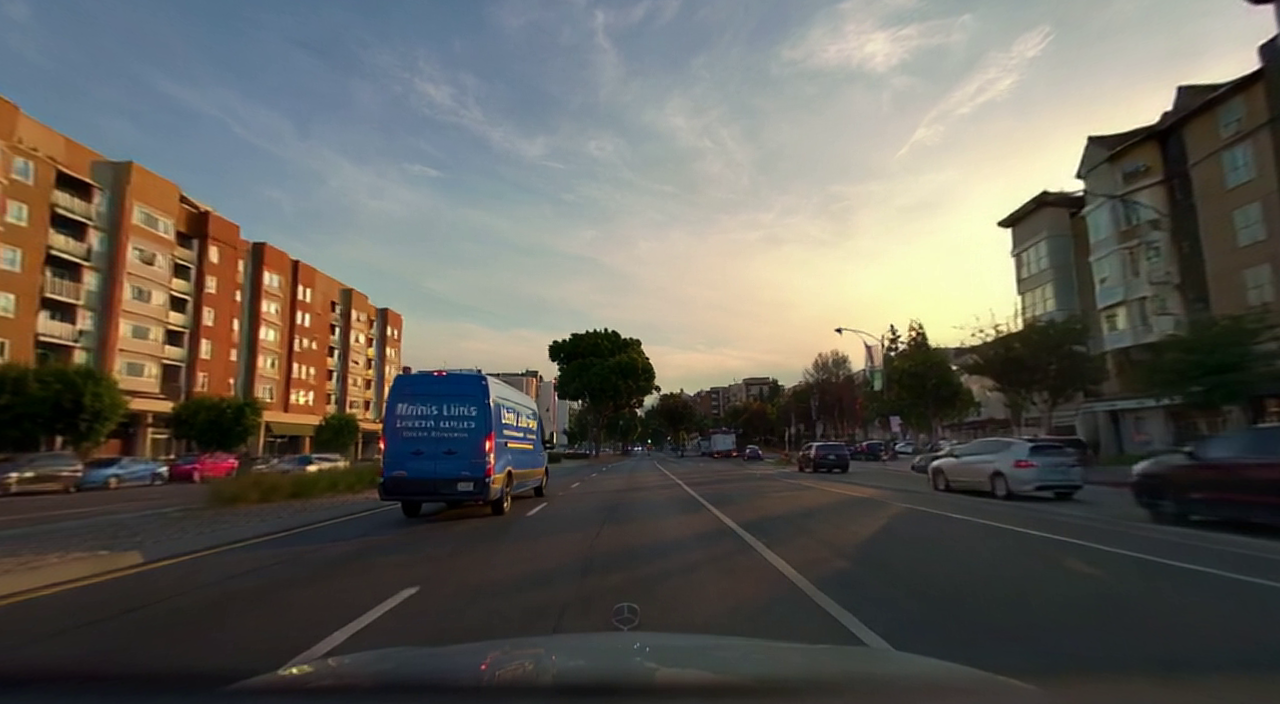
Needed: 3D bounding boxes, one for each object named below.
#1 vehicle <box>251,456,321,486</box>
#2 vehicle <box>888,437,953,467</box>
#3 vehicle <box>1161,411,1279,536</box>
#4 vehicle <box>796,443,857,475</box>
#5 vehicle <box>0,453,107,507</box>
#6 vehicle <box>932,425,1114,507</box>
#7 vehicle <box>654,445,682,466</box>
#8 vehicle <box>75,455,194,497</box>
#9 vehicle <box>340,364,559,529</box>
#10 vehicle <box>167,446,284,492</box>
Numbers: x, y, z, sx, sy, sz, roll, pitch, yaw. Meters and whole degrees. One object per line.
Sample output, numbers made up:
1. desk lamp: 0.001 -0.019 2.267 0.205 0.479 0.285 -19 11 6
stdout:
1. vehicle: -23.017 7.695 41.240 1.869 1.724 4.505 -1 -8 1
2. vehicle: 16.406 5.839 36.821 4.218 1.622 1.930 9 -12 -43
3. vehicle: 9.728 1.582 8.185 2.044 1.673 4.398 0 -9 -3
4. vehicle: 9.196 5.268 31.391 1.850 1.477 3.520 0 -9 -2
5. vehicle: -22.856 4.691 23.510 1.916 1.782 4.572 0 -8 1
6. vehicle: 9.159 2.735 15.619 1.766 1.725 4.221 0 -8 -1
7. vehicle: 2.114 7.875 48.321 1.878 1.534 4.120 0 -8 -1
8. vehicle: -22.883 5.585 28.858 1.873 1.657 4.381 0 -8 -2
9. vehicle: -3.944 2.245 15.307 2.763 2.974 7.562 -1 -8 1
10. vehicle: -17.171 4.815 26.466 1.924 1.698 4.505 0 -8 -2
